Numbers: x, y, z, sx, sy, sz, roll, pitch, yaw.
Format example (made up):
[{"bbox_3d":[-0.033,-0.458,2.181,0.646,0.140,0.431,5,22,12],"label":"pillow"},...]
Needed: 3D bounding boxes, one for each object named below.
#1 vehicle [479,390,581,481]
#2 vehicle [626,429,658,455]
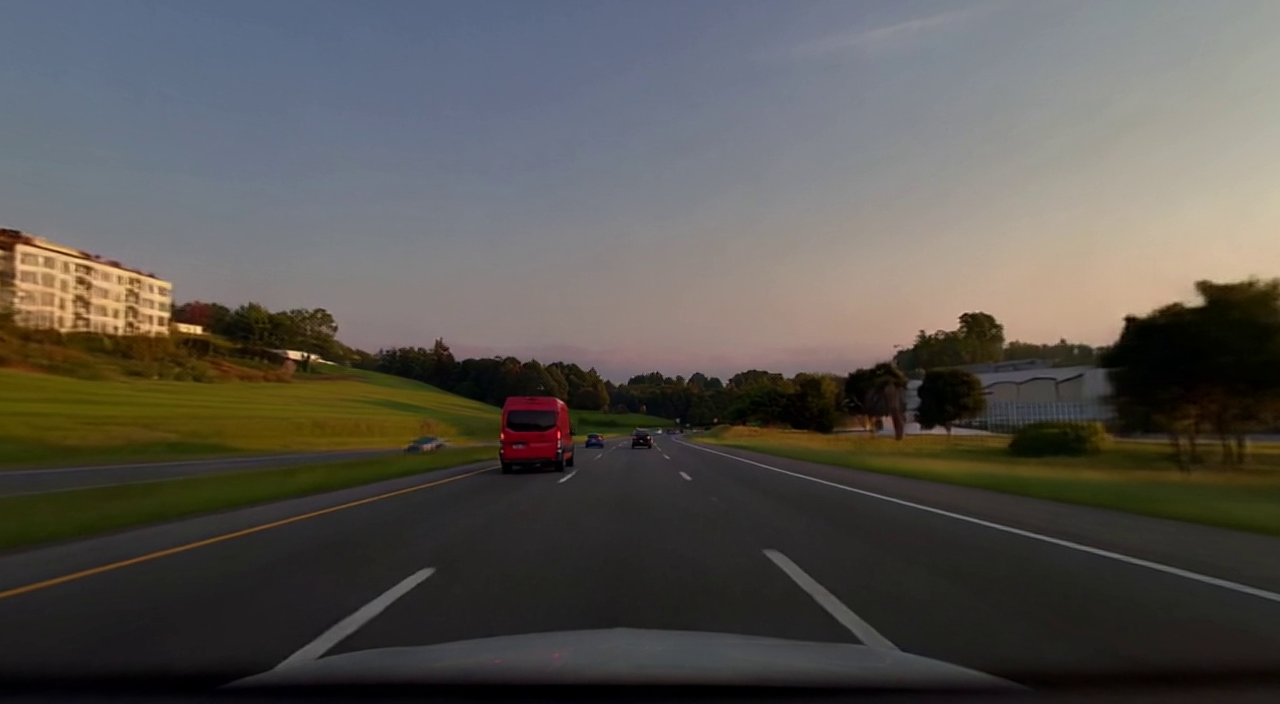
[{"bbox_3d":[-3.433,2.784,21.010,2.424,2.577,5.828,0,-8,-1],"label":"vehicle"},{"bbox_3d":[0.092,6.225,43.635,2.104,1.646,4.176,0,-8,-1],"label":"vehicle"}]
